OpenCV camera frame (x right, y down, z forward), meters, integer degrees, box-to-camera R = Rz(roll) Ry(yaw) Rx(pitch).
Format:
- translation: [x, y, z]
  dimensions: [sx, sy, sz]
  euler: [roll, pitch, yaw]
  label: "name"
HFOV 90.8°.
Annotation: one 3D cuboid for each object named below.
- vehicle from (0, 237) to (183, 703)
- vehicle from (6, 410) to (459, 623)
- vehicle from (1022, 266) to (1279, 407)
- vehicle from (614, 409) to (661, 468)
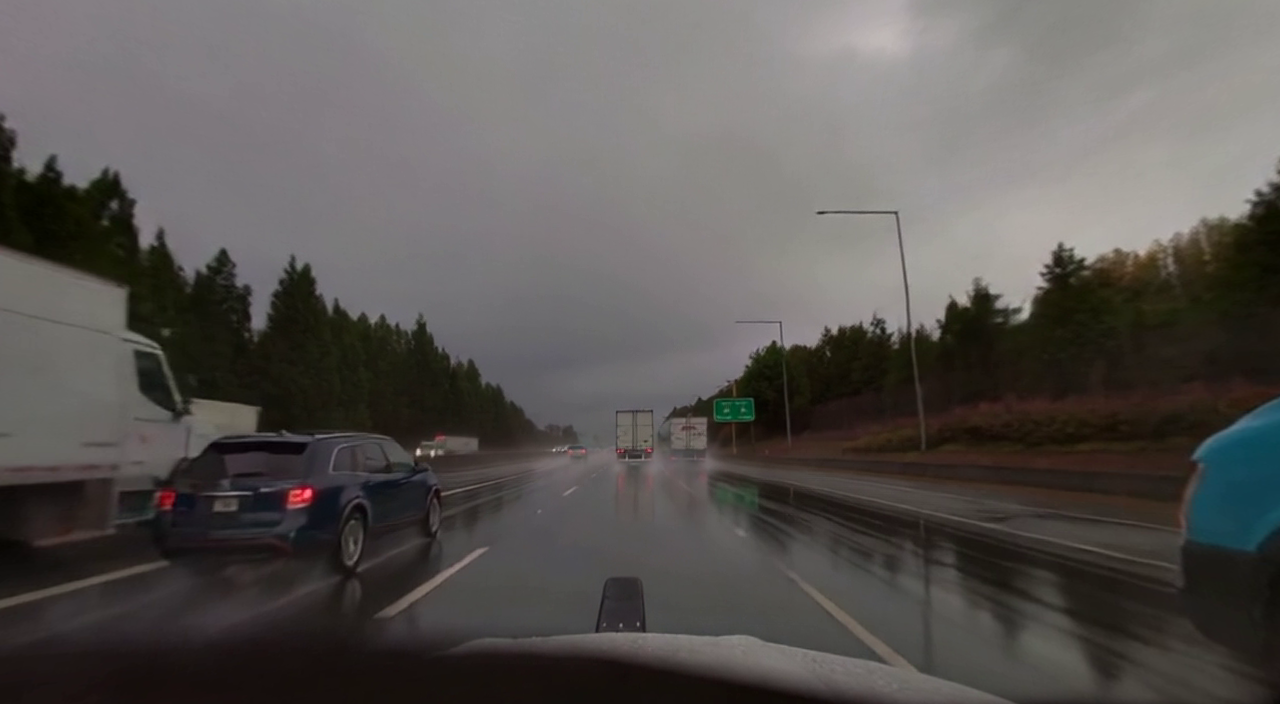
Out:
- translation: [-3.880, 0.502, 2.082]
  dimensions: [2.033, 2.234, 3.490]
  euler: [0, -9, -1]
  label: "vehicle"
- translation: [-3.849, 1.637, 7.271]
  dimensions: [2.175, 1.646, 4.525]
  euler: [0, -9, 0]
  label: "vehicle"
- translation: [25.264, -0.062, 30.775]
  dimensions: [2.982, 3.944, 15.603]
  euler: [-4, -10, -2]
  label: "vehicle"
- translation: [-0.190, 6.827, 49.226]
  dimensions: [3.201, 4.019, 10.918]
  euler: [0, -9, 0]
  label: "vehicle"
